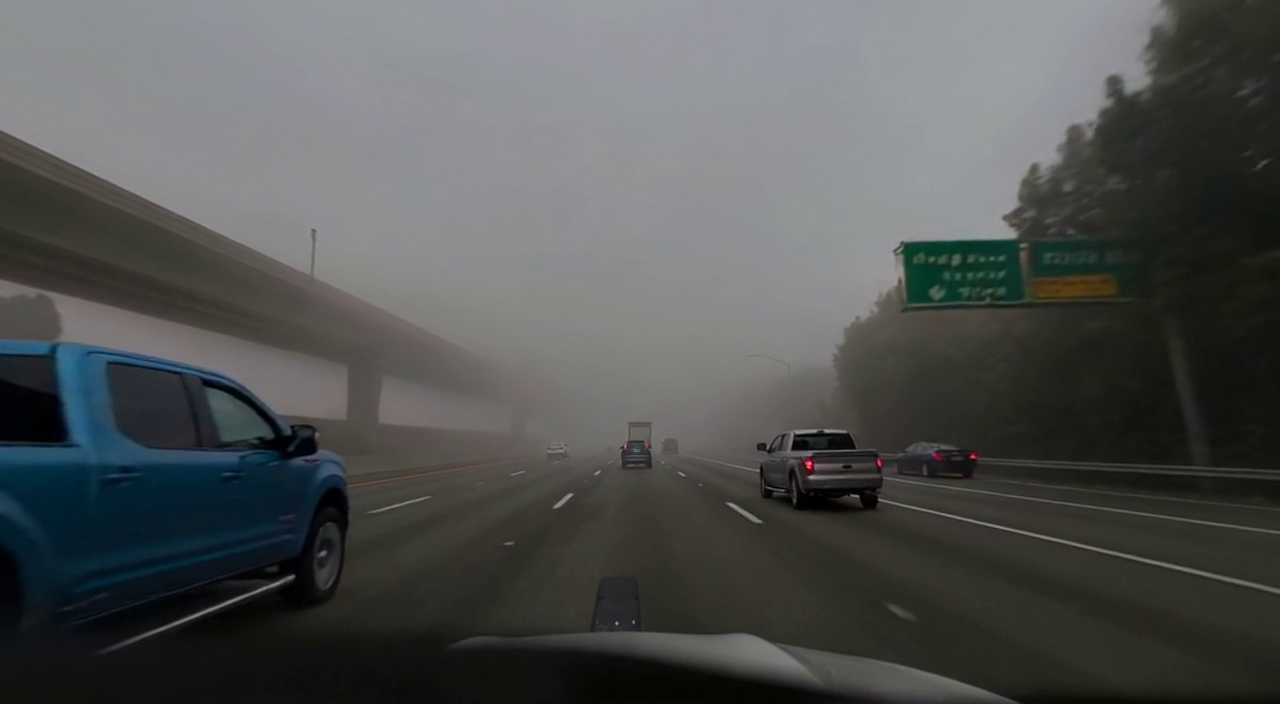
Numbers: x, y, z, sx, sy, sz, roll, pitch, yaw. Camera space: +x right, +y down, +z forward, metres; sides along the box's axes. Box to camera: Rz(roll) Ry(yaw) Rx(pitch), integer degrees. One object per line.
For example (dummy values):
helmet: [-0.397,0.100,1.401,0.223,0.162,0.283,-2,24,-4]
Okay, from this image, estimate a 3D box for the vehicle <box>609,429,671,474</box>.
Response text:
vehicle: [0.004,4.581,29.145,2.572,1.837,5.693,0,-9,0]

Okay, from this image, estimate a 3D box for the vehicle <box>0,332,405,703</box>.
vehicle: [-3.657,1.002,3.724,2.535,1.715,5.030,0,-9,1]

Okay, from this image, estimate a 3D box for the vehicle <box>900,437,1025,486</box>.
vehicle: [10.831,3.697,21.640,1.961,1.480,4.331,0,-9,-1]

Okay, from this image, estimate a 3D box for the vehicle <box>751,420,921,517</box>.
vehicle: [3.759,2.319,13.002,2.119,1.653,4.000,0,-9,-1]
